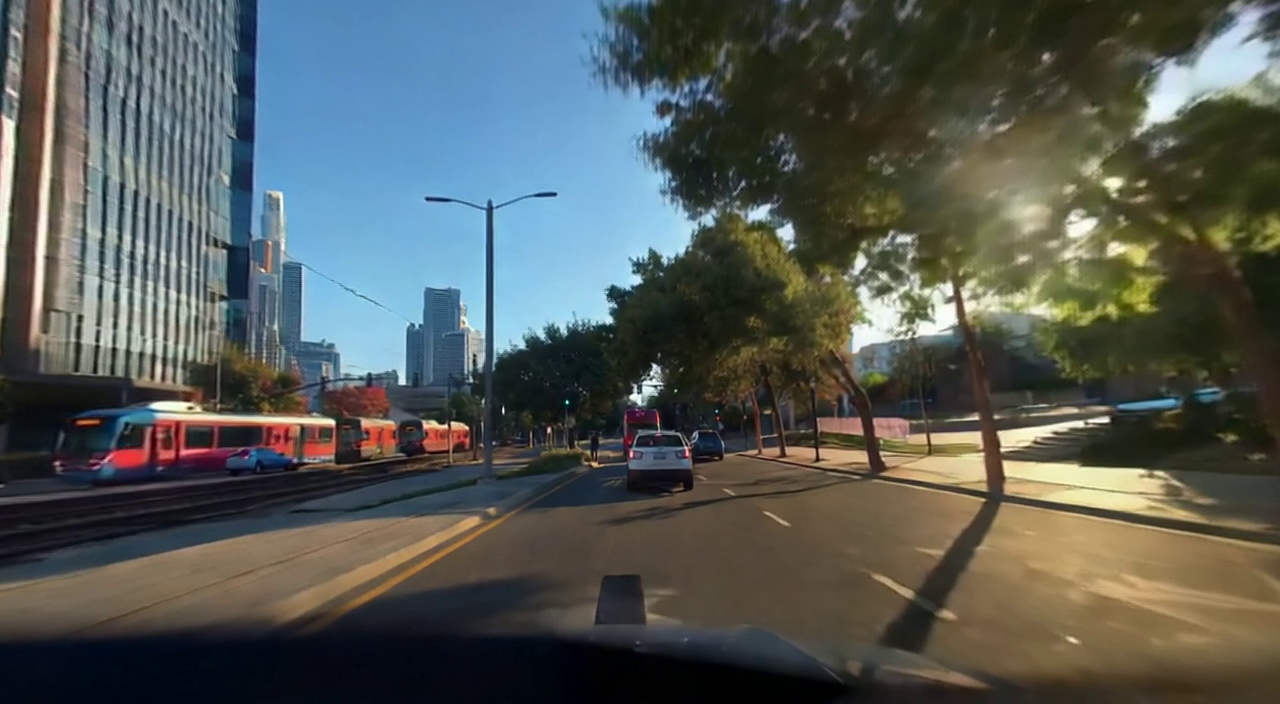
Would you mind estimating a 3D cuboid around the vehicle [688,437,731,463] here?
[{"bbox_3d":[4.072,5.849,37.540,1.916,1.466,4.529,0,-9,-1],"label":"vehicle"}]

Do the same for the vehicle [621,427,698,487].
[{"bbox_3d":[0.524,3.269,19.862,2.190,1.684,4.084,0,-9,-1],"label":"vehicle"}]
